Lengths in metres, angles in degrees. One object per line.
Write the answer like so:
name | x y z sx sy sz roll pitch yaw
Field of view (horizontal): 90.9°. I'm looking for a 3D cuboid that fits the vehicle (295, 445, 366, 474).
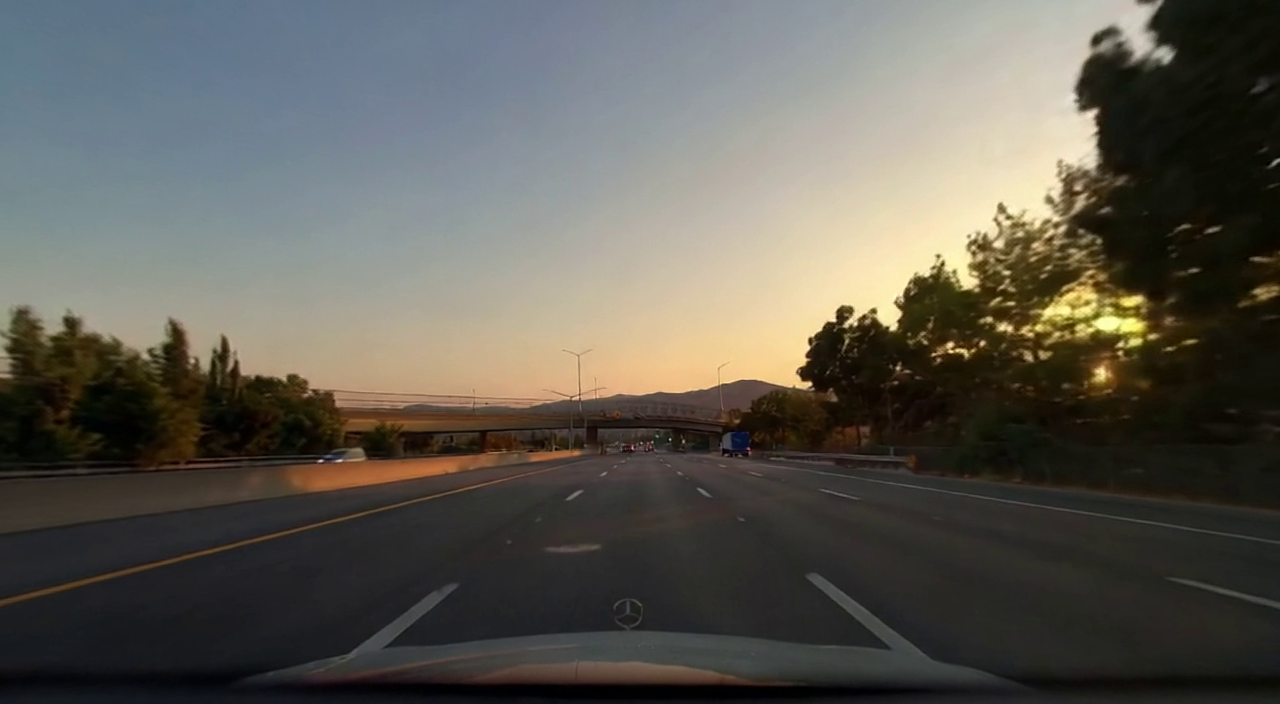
vehicle | -21.595 7.492 44.371 2.101 1.828 5.641 0 -8 0
